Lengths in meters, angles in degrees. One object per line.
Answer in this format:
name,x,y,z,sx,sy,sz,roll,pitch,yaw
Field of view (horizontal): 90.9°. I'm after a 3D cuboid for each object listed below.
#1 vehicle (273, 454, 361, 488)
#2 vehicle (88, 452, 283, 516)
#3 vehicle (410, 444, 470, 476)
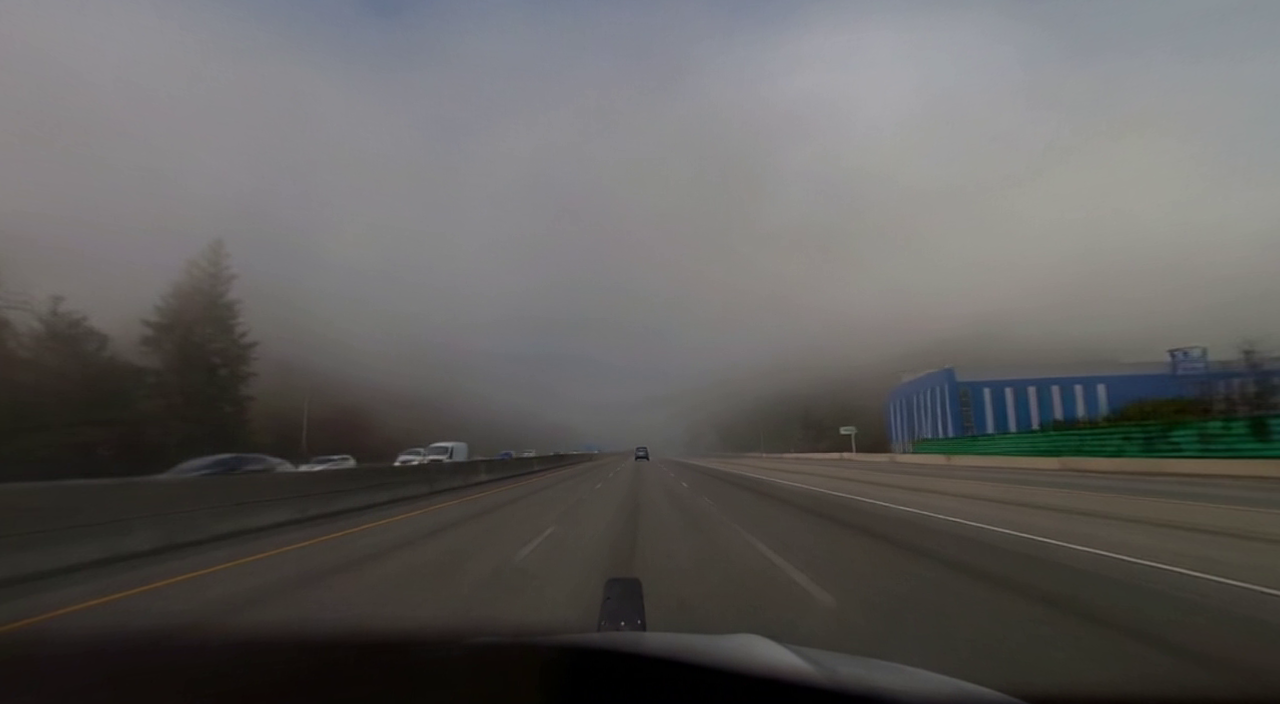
vehicle,-15.942,5.889,31.407,2.046,1.523,4.376,0,-9,0
vehicle,-11.954,3.461,17.055,1.922,1.458,4.410,0,-9,1
vehicle,-12.030,6.536,38.297,2.007,1.756,4.699,-1,-9,1
